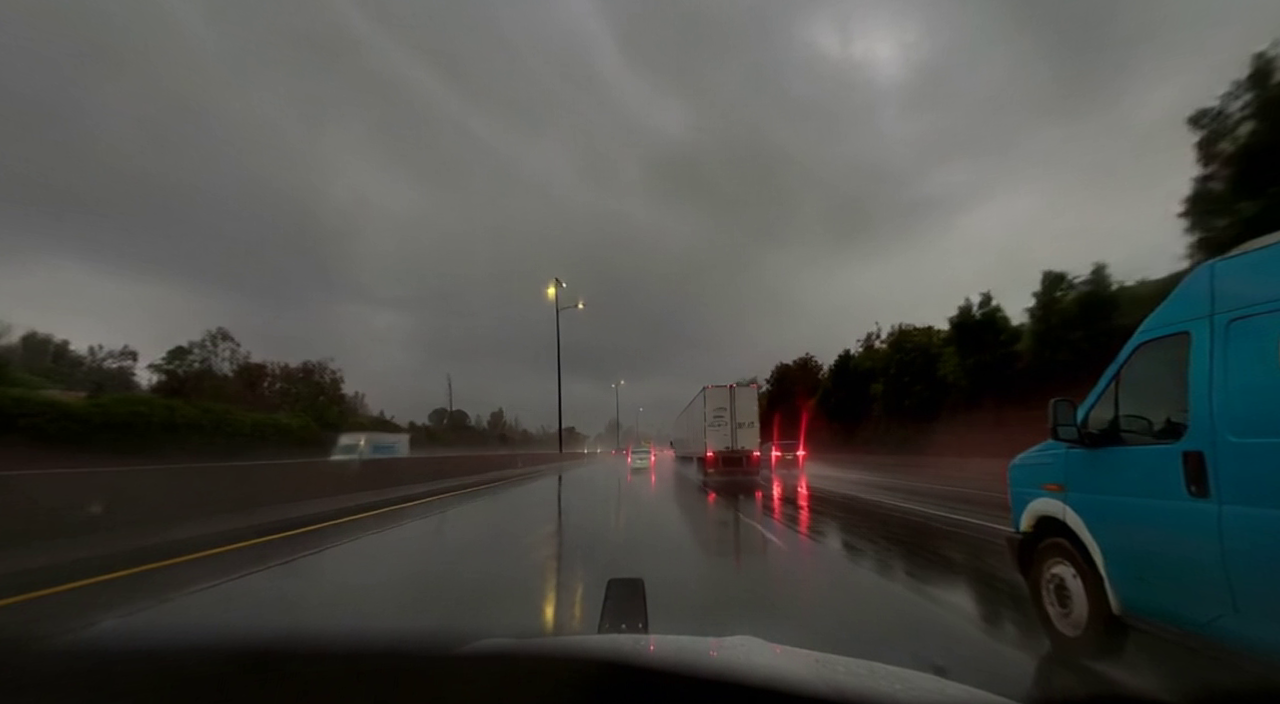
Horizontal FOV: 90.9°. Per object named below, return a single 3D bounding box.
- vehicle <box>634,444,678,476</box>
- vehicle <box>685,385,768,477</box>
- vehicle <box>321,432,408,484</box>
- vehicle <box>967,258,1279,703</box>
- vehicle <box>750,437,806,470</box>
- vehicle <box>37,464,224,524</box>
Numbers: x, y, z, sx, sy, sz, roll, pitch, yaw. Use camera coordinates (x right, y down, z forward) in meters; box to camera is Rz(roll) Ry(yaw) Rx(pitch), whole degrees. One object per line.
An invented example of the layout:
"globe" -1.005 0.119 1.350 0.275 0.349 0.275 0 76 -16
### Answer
"vehicle" 0.728 5.434 31.898 2.063 1.469 4.208 0 -9 0
"vehicle" 4.330 4.489 34.611 2.821 4.077 12.562 0 -9 0
"vehicle" -19.173 7.409 44.442 2.785 3.296 6.892 0 -9 1
"vehicle" 3.770 0.546 1.890 2.441 2.017 5.739 0 -9 0
"vehicle" 7.860 5.844 36.365 2.144 1.769 4.540 0 -9 -1
"vehicle" -15.557 4.332 19.703 1.865 1.500 4.707 0 -9 1
